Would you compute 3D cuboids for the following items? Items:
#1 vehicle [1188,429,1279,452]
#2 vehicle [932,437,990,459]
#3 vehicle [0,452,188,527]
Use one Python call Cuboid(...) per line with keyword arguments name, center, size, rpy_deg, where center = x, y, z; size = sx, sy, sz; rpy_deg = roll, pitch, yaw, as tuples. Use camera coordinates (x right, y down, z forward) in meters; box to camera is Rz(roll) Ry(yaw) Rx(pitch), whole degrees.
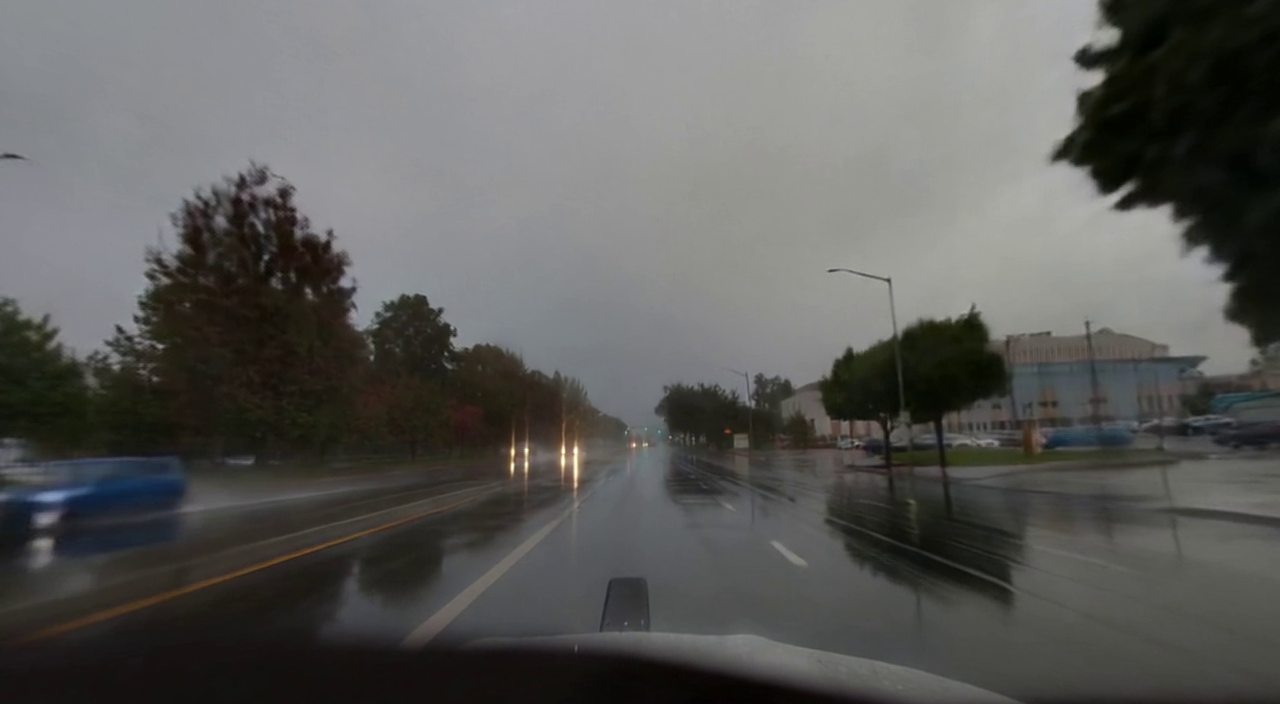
Cuboid(name="vehicle", center=(39.269, 5.831, 41.256), size=(1.790, 1.416, 4.627), rpy_deg=(5, -10, -32))
Cuboid(name="vehicle", center=(25.188, 7.499, 49.412), size=(4.512, 1.648, 1.938), rpy_deg=(6, -10, -33))
Cuboid(name="vehicle", center=(-15.104, 3.657, 17.368), size=(1.983, 1.725, 4.359), rpy_deg=(0, -8, 1))
